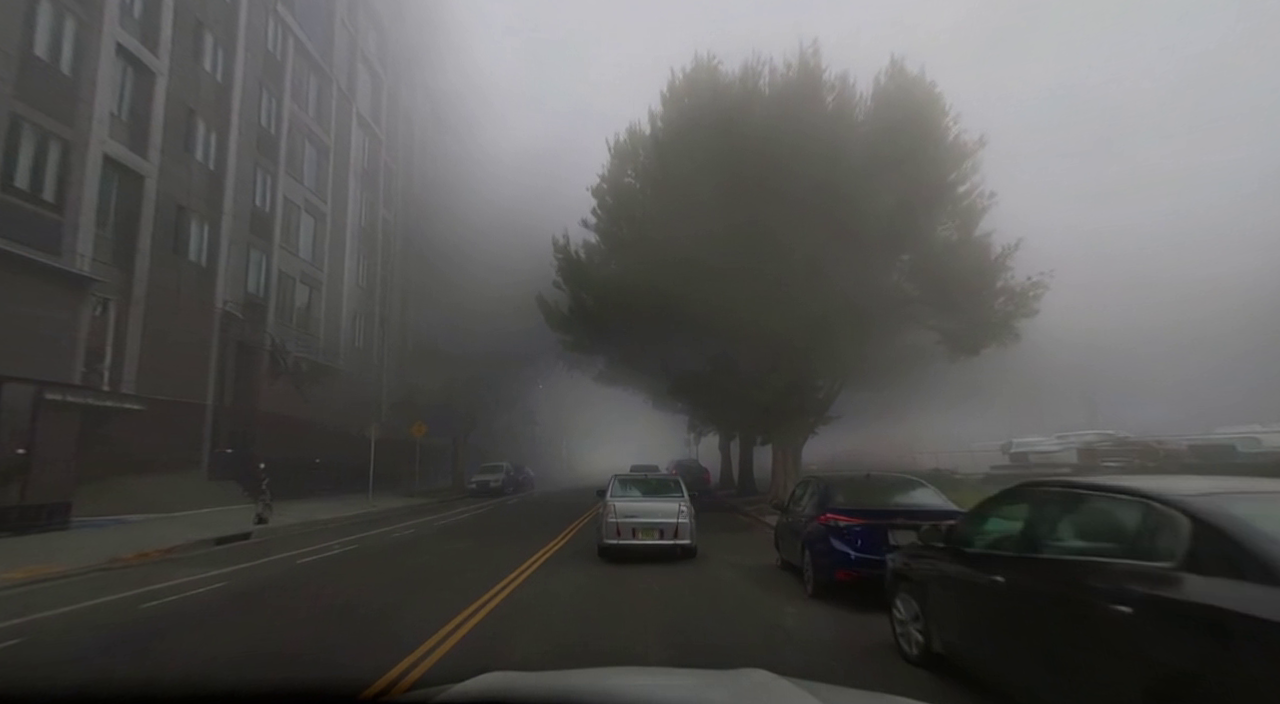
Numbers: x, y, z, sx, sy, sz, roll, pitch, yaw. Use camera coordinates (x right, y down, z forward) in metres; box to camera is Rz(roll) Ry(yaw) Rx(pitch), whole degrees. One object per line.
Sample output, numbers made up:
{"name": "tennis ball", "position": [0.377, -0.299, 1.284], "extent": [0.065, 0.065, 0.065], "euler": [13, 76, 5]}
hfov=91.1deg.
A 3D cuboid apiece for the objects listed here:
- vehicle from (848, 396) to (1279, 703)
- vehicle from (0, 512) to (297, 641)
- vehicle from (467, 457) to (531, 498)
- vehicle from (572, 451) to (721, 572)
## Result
{"name": "vehicle", "position": [2.669, 1.212, 3.219], "extent": [1.884, 1.566, 4.018], "euler": [1, -11, 1]}
{"name": "vehicle", "position": [-6.851, 2.636, 8.067], "extent": [2.223, 0.774, 4.789], "euler": [1, -11, 0]}
{"name": "vehicle", "position": [-6.587, 5.995, 29.809], "extent": [2.024, 1.654, 4.396], "euler": [-3, -12, -1]}
{"name": "vehicle", "position": [0.085, 2.512, 10.416], "extent": [2.018, 1.583, 3.646], "euler": [1, -10, 0]}
